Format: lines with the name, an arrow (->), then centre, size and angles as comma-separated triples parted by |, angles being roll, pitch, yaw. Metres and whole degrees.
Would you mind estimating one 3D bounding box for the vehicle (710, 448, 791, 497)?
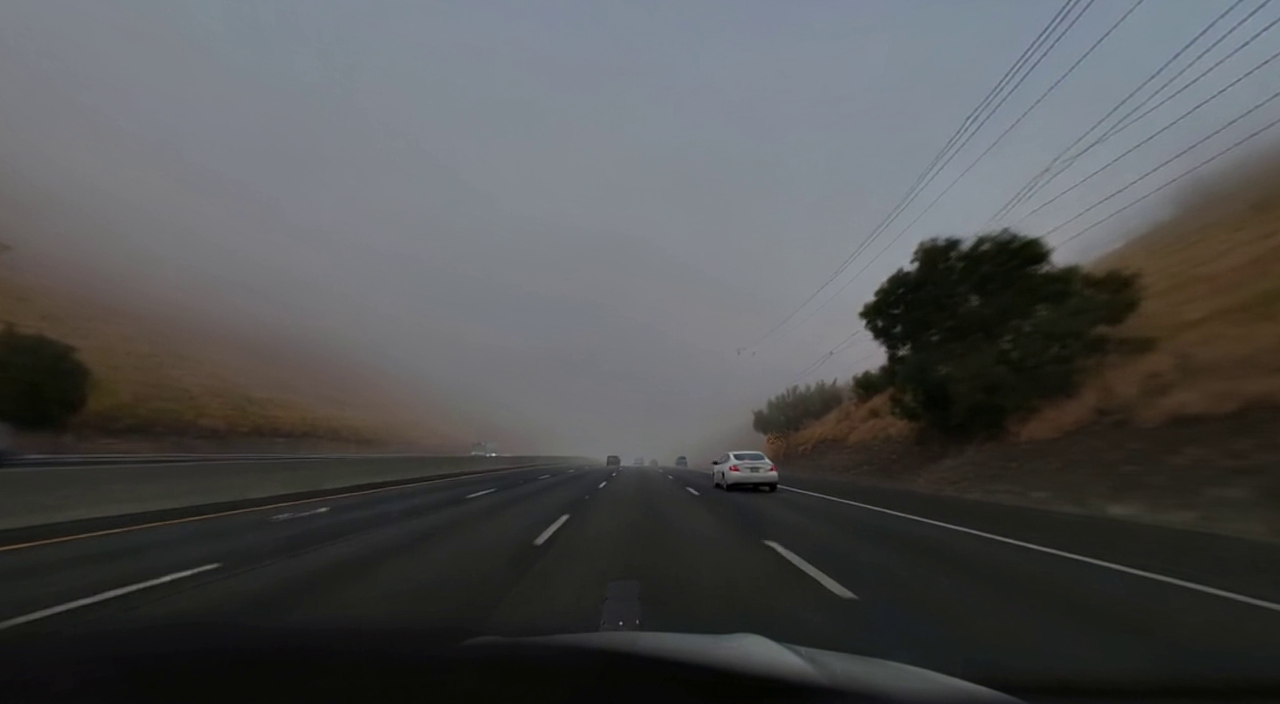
vehicle -> 3.833, 4.250, 22.596 | 2.086, 1.542, 4.355 | 0, -9, 0
